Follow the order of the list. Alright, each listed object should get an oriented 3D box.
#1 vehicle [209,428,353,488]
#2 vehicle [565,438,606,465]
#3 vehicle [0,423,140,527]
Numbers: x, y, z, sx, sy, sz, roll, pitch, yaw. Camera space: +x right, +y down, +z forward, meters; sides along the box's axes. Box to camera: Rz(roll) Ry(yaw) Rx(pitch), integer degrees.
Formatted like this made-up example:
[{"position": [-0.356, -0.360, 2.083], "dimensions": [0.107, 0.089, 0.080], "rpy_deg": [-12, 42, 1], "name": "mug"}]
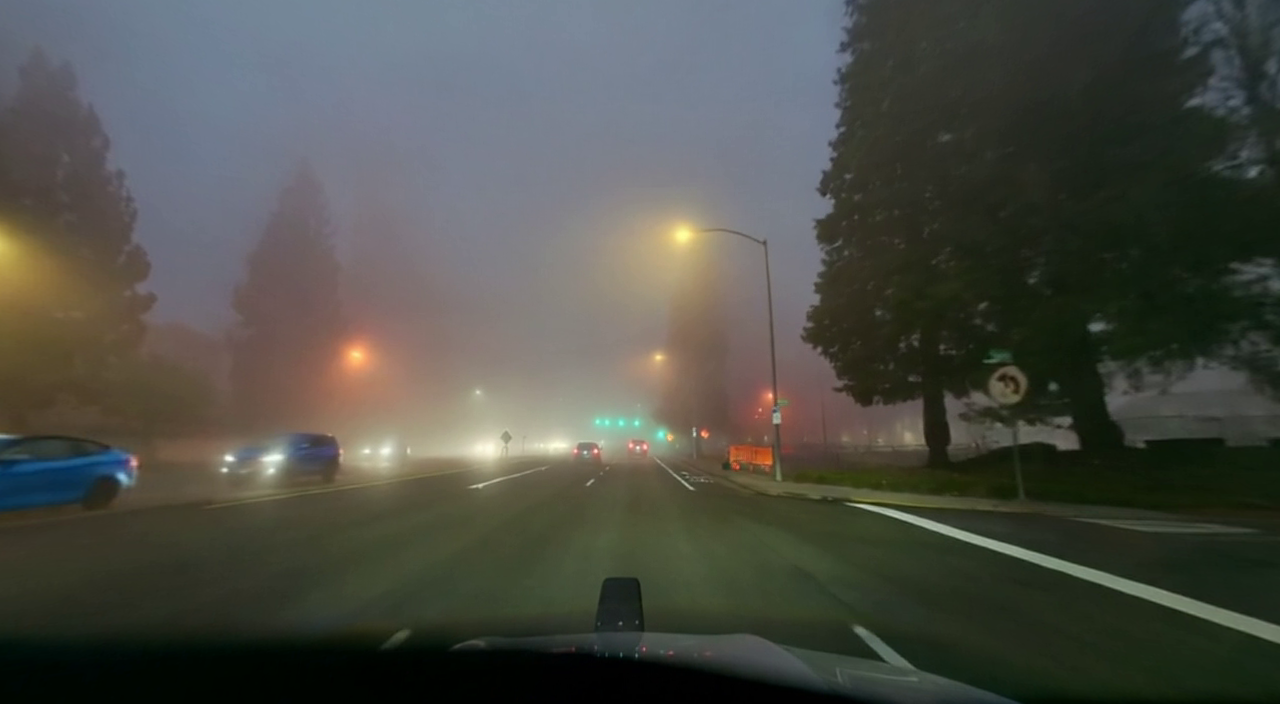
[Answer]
[{"position": [-11.122, 3.303, 19.960], "dimensions": [2.014, 1.674, 4.337], "rpy_deg": [0, -8, 0], "name": "vehicle"}, {"position": [-3.531, 6.539, 41.508], "dimensions": [2.198, 1.663, 4.519], "rpy_deg": [0, -8, 1], "name": "vehicle"}, {"position": [-10.630, 1.884, 9.676], "dimensions": [2.009, 1.541, 4.753], "rpy_deg": [0, -8, -1], "name": "vehicle"}]
